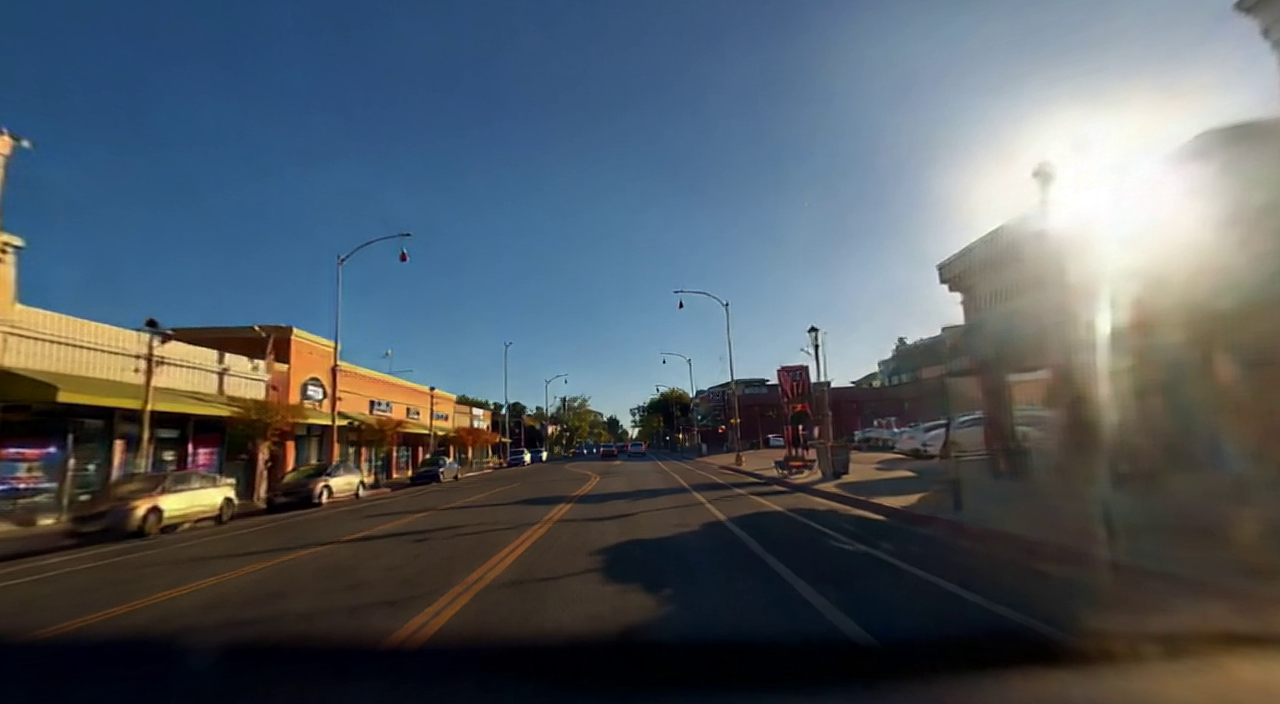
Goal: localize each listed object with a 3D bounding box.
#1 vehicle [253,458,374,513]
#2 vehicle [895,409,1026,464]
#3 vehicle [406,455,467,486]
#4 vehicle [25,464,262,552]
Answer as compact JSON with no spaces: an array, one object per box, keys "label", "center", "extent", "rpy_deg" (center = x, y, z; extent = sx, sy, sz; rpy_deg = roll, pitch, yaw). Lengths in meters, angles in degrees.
[{"label":"vehicle","center":[-10.844,4.422,21.383],"extent":[1.837,1.586,4.155],"rpy_deg":[0,-8,1]},{"label":"vehicle","center":[12.735,3.459,25.614],"extent":[2.532,1.997,5.001],"rpy_deg":[0,-9,-2]},{"label":"vehicle","center":[-10.914,6.371,34.214],"extent":[1.828,1.470,4.523],"rpy_deg":[0,-8,0]},{"label":"vehicle","center":[-10.773,3.362,14.249],"extent":[1.784,1.502,4.344],"rpy_deg":[0,-8,0]}]
